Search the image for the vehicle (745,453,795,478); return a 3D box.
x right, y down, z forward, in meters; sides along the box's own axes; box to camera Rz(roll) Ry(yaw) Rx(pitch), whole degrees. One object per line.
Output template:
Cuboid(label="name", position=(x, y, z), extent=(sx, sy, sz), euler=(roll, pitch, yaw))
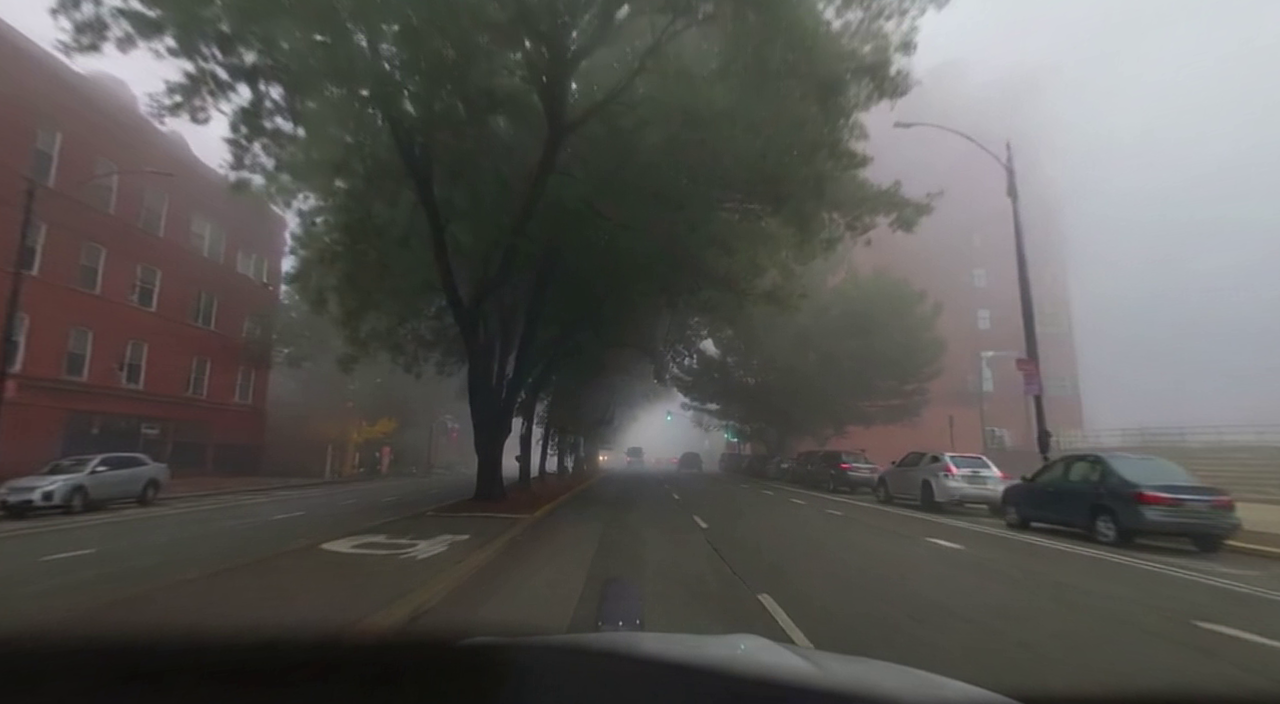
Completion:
Cuboid(label="vehicle", position=(8.128, 7.135, 40.017), extent=(2.054, 1.455, 4.786), euler=(0, -9, -2))

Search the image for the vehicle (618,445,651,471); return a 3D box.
Cuboid(label="vehicle", position=(-0.427, 7.971, 47.680), extent=(2.329, 1.842, 4.537), euler=(0, -8, -1))

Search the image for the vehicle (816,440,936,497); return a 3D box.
Cuboid(label="vehicle", position=(8.121, 4.086, 22.361), extent=(2.310, 1.753, 4.814), euler=(0, -9, -1))

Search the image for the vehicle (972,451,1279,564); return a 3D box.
Cuboid(label="vehicle", position=(8.048, 2.430, 10.780), extent=(2.030, 1.444, 4.832), euler=(0, -9, -1))

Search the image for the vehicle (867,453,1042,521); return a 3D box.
Cuboid(label="vehicle", position=(7.959, 3.428, 16.676), extent=(2.075, 1.467, 4.800), euler=(0, -9, -1))

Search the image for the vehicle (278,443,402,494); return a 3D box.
Cuboid(label="vehicle", position=(-14.481, 5.644, 31.132), extent=(2.822, 2.230, 6.145), euler=(0, -9, 3))

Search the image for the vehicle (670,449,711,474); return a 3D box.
Cuboid(label="vehicle", position=(3.137, 6.954, 40.384), extent=(2.238, 1.499, 4.964), euler=(0, -8, 0))

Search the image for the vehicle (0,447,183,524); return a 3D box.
Cuboid(label="vehicle", position=(-14.846, 3.410, 16.768), extent=(2.063, 1.735, 4.317), euler=(0, -9, 1))
